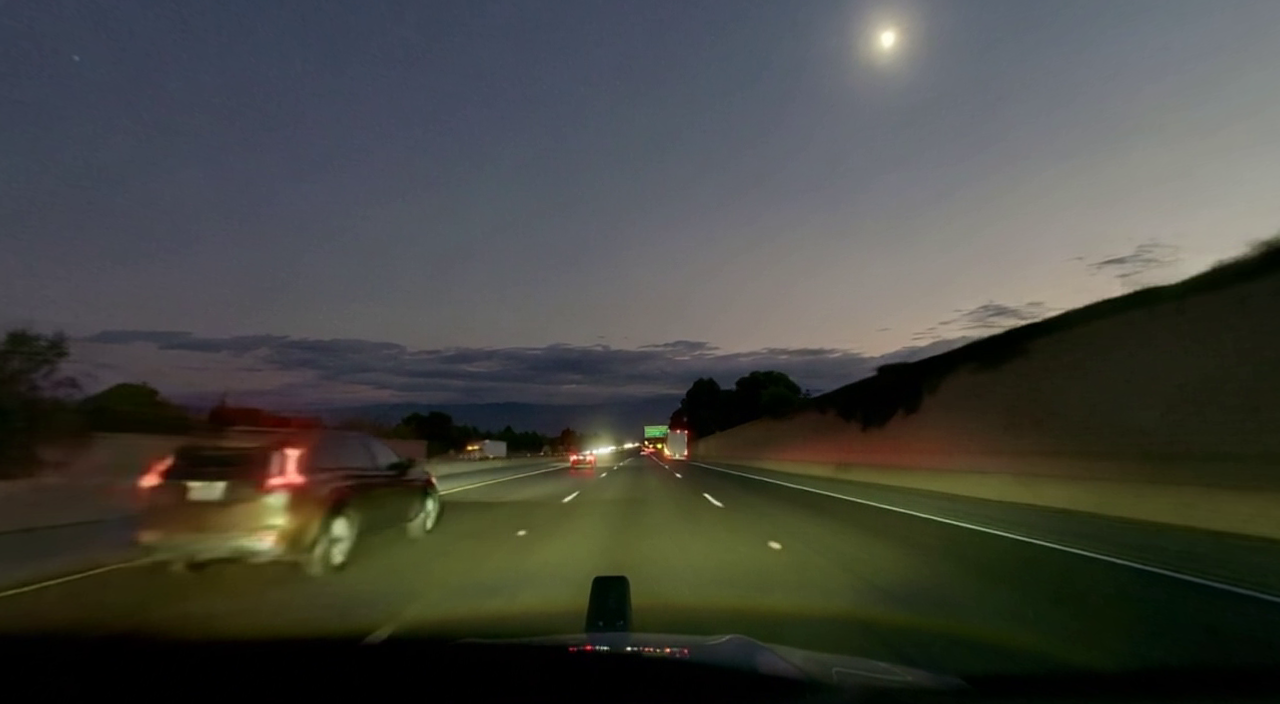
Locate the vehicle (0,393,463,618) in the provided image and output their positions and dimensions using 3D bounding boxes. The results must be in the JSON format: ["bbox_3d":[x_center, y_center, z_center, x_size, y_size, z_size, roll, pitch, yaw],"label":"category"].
[{"bbox_3d":[-3.982,1.573,7.516,2.138,1.720,5.186,0,-9,1],"label":"vehicle"}]

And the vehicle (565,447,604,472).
[{"bbox_3d":[-3.713,7.241,42.735,2.129,1.559,5.272,0,-9,0],"label":"vehicle"}]

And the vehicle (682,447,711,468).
[{"bbox_3d":[4.354,8.212,49.281,1.873,1.529,3.953,0,-9,0],"label":"vehicle"}]
